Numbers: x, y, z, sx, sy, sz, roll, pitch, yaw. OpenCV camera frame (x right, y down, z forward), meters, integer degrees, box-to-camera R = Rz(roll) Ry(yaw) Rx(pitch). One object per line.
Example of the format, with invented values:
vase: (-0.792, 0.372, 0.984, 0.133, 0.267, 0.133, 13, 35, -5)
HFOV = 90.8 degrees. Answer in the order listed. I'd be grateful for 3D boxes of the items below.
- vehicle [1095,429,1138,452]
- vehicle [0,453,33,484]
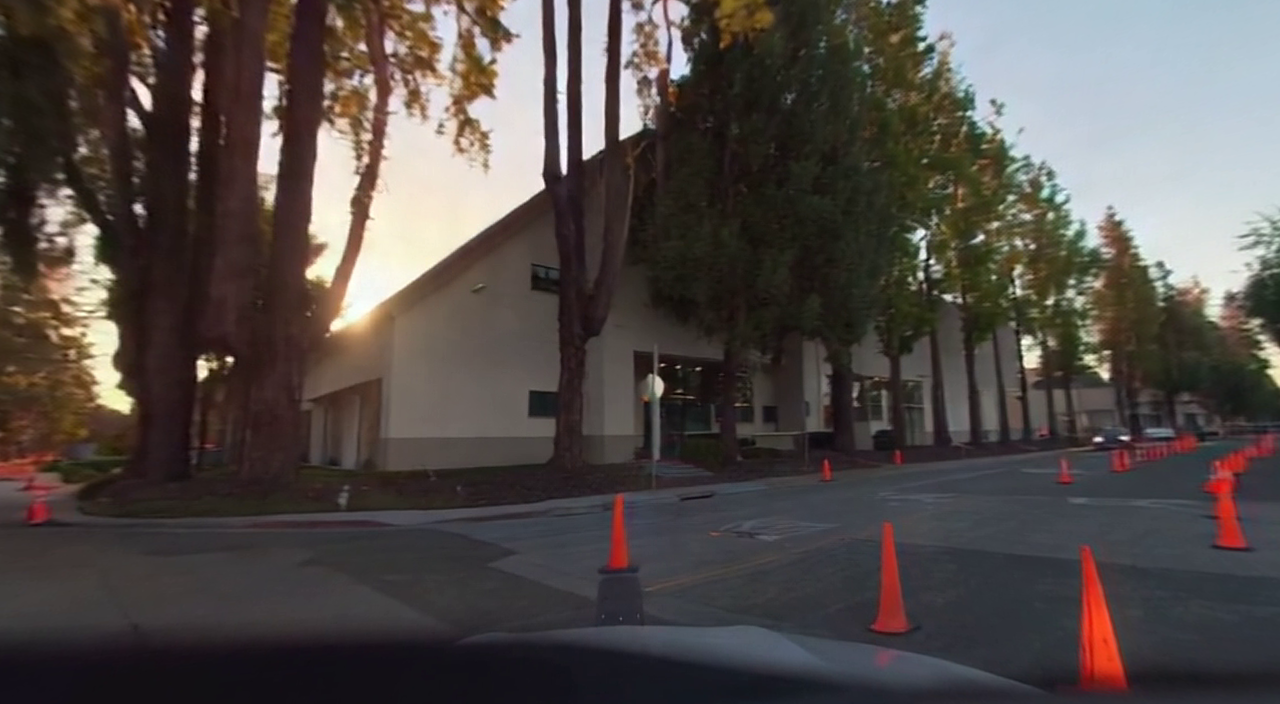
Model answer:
vehicle: (35.409, 6.524, 46.871, 1.955, 1.479, 4.100, -7, -8, 44)
vehicle: (-38.137, 6.946, 37.981, 2.110, 1.733, 4.028, 8, -12, -44)
